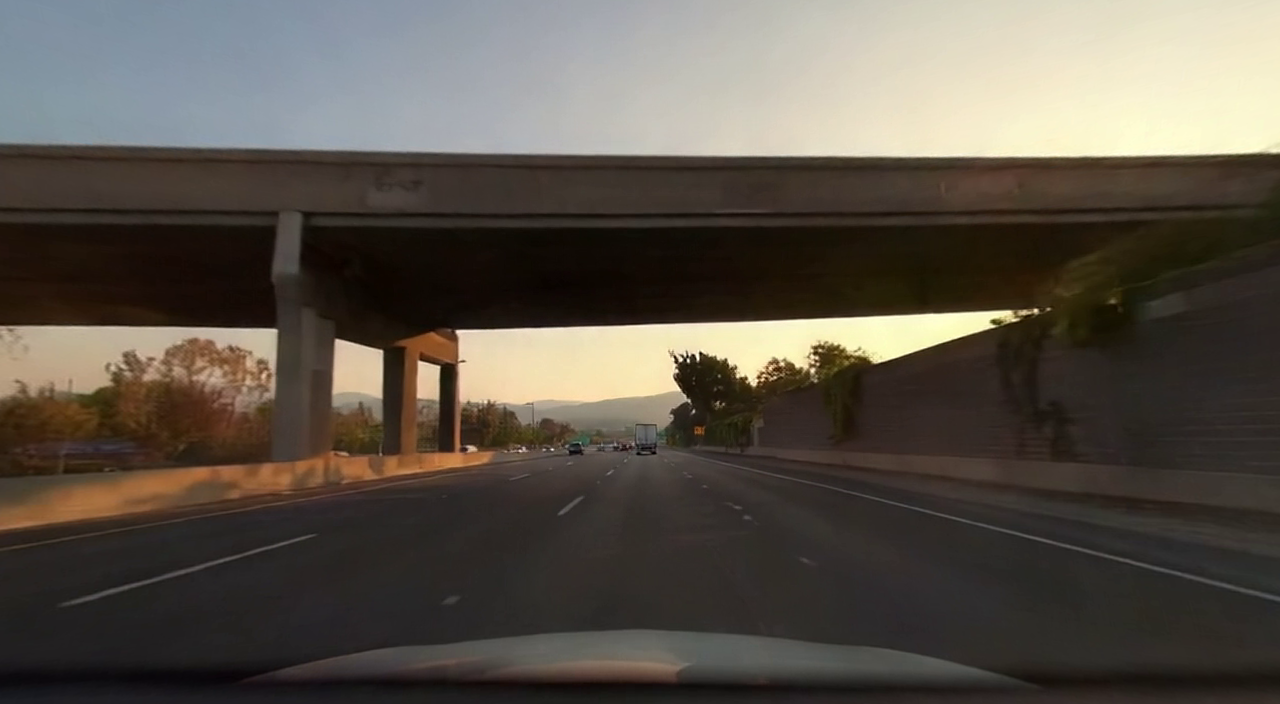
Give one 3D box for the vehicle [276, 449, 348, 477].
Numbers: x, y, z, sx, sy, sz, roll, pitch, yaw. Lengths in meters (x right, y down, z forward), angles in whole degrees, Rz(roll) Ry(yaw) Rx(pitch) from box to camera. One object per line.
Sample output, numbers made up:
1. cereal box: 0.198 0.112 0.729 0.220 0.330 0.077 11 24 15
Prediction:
1. vehicle: -19.950 6.733 38.591 1.907 1.557 4.488 0 -8 1
